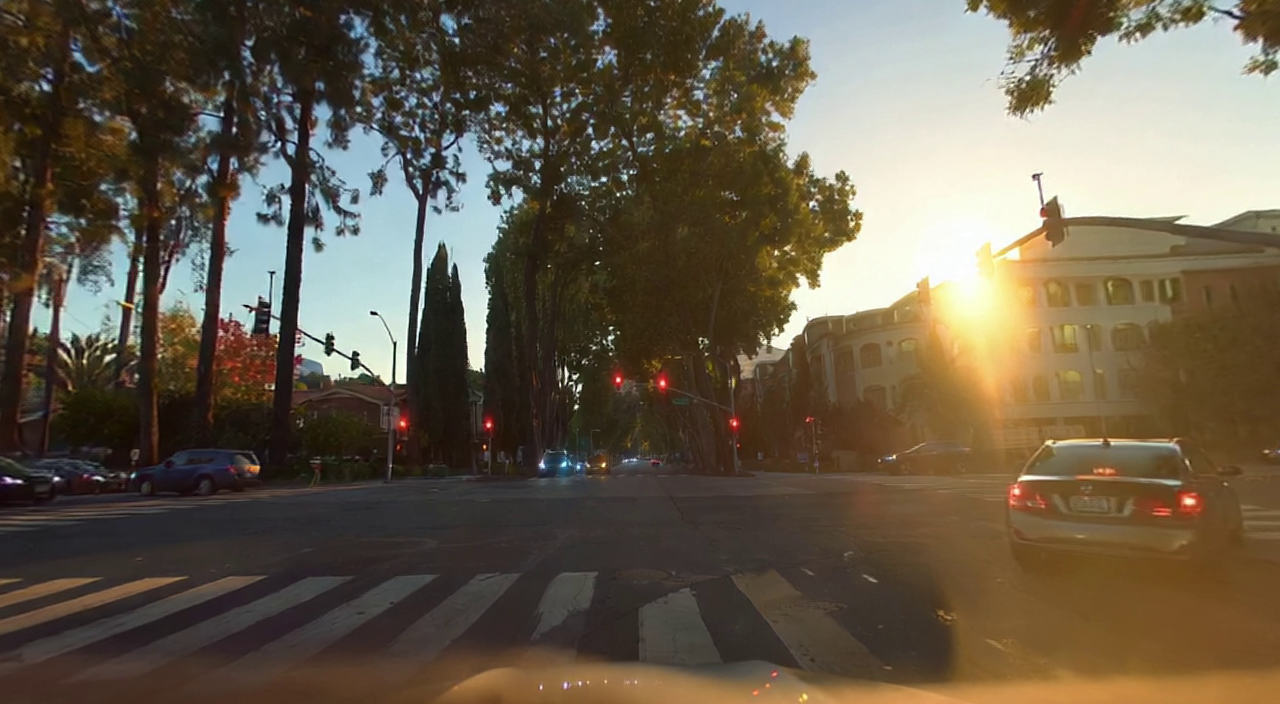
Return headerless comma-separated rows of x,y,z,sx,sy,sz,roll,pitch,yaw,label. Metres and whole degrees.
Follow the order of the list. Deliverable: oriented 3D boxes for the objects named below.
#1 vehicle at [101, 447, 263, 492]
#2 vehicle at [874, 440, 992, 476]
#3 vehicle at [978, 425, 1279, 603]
-19.161,4.949,26.648,4.798,1.763,2.536,0,-10,0,vehicle
16.183,5.873,35.148,5.220,1.897,2.596,0,-8,0,vehicle
5.680,1.780,8.033,2.189,1.536,4.492,-4,-9,26,vehicle
